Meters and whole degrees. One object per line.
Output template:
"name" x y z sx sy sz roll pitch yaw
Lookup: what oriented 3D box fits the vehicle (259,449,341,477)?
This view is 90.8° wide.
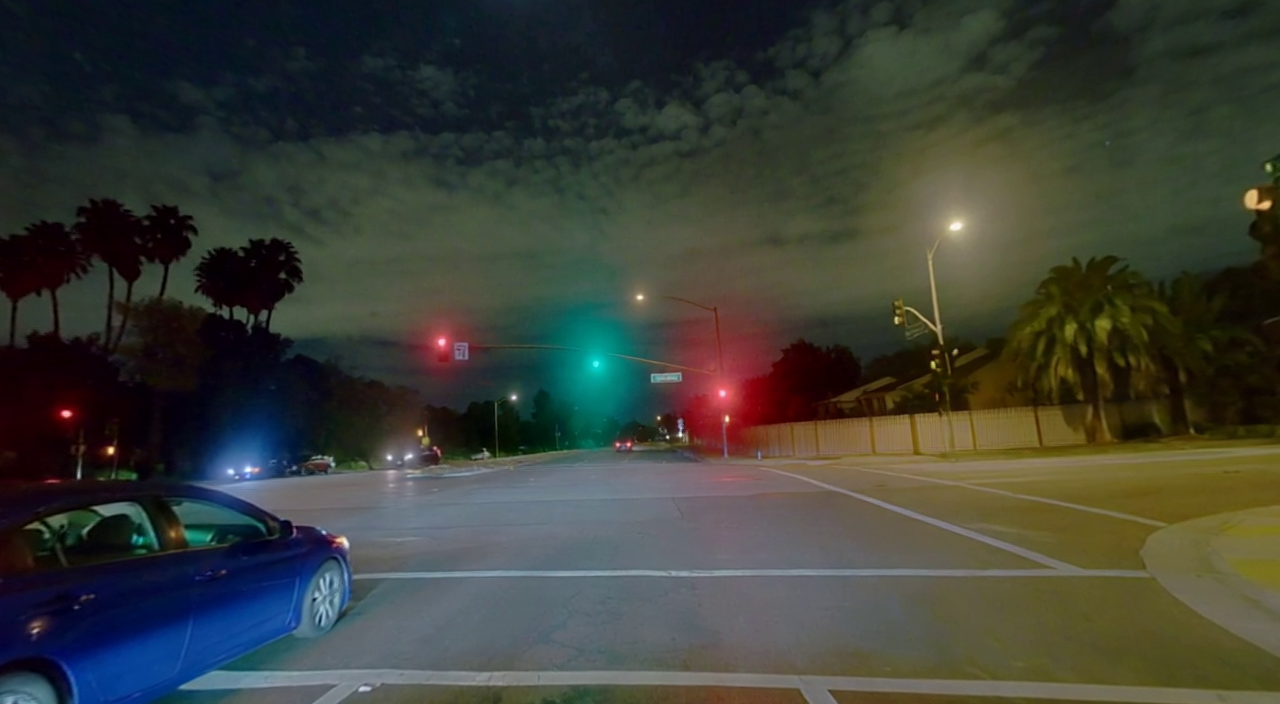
"vehicle" -20.046 6.521 37.510 2.084 1.528 4.778 0 -9 1

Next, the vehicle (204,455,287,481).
"vehicle" -24.106 7.090 38.800 2.019 1.427 4.630 0 -9 1
